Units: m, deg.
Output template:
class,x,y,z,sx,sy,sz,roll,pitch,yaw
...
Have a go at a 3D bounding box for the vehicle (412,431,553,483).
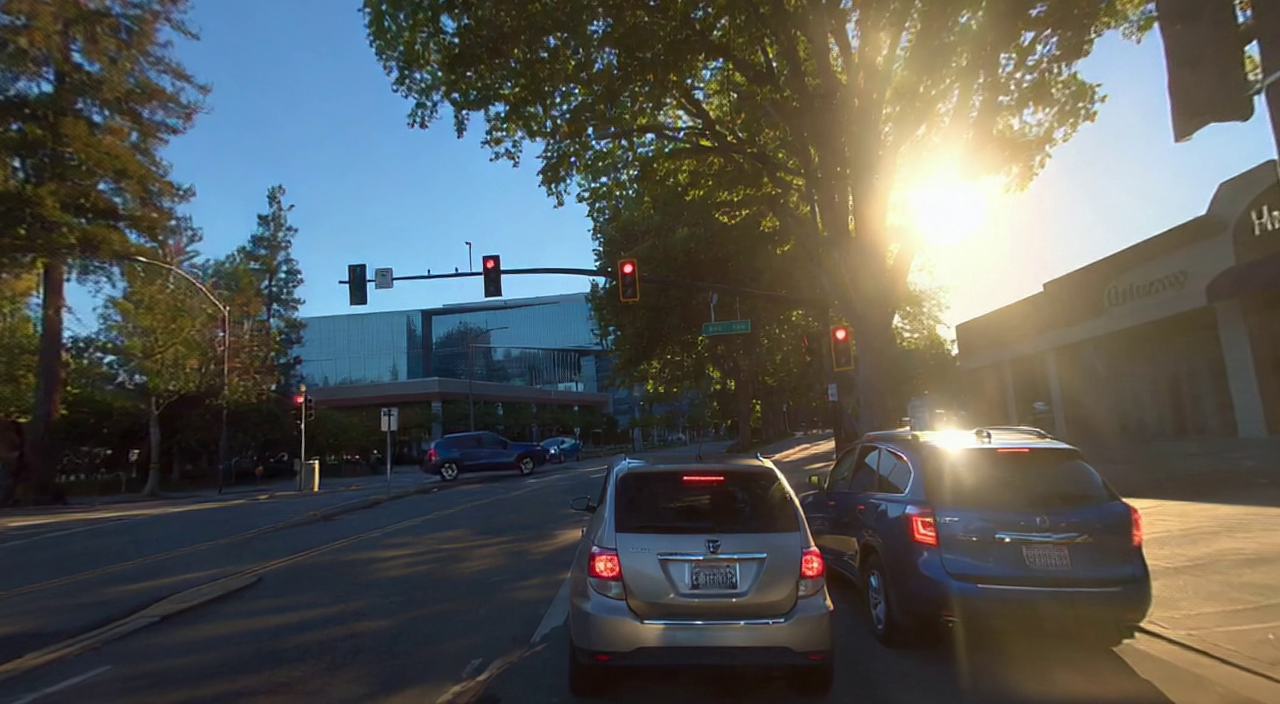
class,x,y,z,sx,sy,sz,roll,pitch,yaw
vehicle,-5.788,3.821,23.273,4.715,1.745,2.026,3,-9,-23
